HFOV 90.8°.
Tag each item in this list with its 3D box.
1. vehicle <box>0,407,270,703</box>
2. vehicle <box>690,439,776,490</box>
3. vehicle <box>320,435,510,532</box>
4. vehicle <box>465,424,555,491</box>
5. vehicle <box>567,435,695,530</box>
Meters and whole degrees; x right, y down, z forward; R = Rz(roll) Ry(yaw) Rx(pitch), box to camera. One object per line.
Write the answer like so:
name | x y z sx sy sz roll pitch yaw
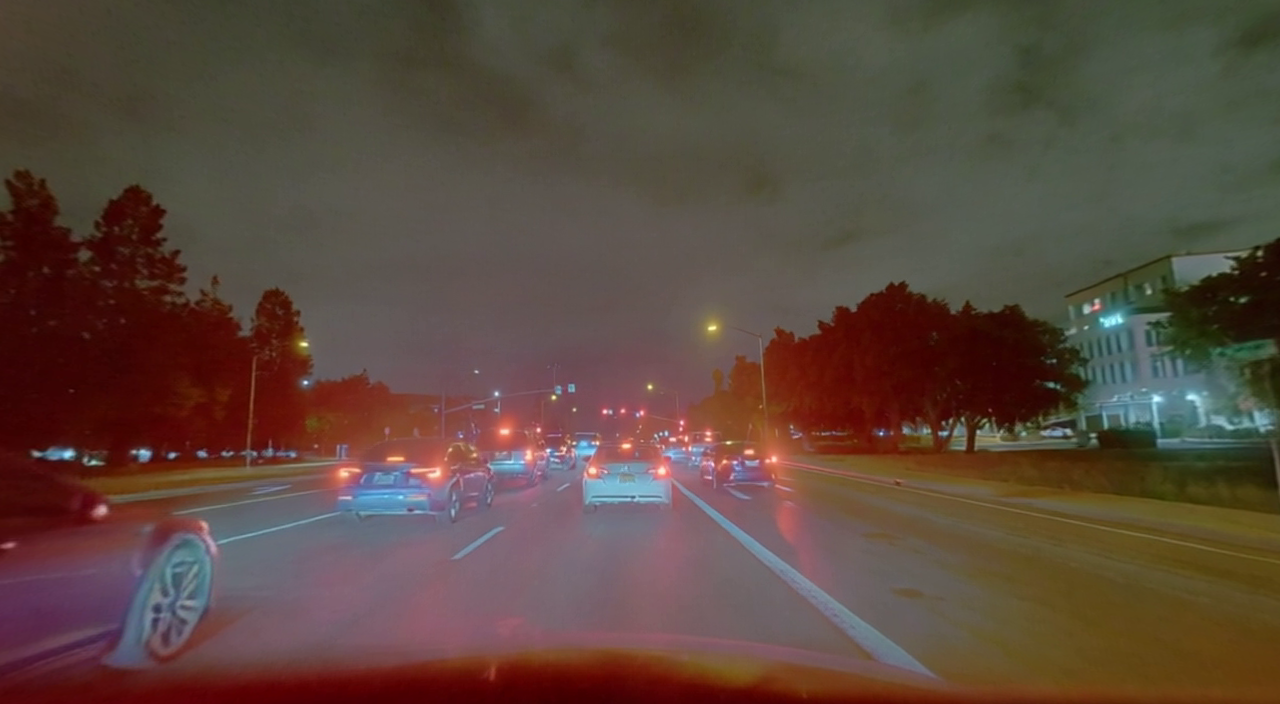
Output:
vehicle | -3.711 0.934 2.351 2.052 1.475 4.341 0 -8 0
vehicle | 2.878 3.591 20.568 1.978 1.452 4.381 0 -8 -3
vehicle | -3.860 2.323 11.755 1.985 1.467 4.224 0 -9 0
vehicle | -3.991 3.341 20.244 2.054 1.881 4.469 0 -8 -2
vehicle | -0.186 2.345 11.993 2.007 1.467 4.059 0 -8 -1
